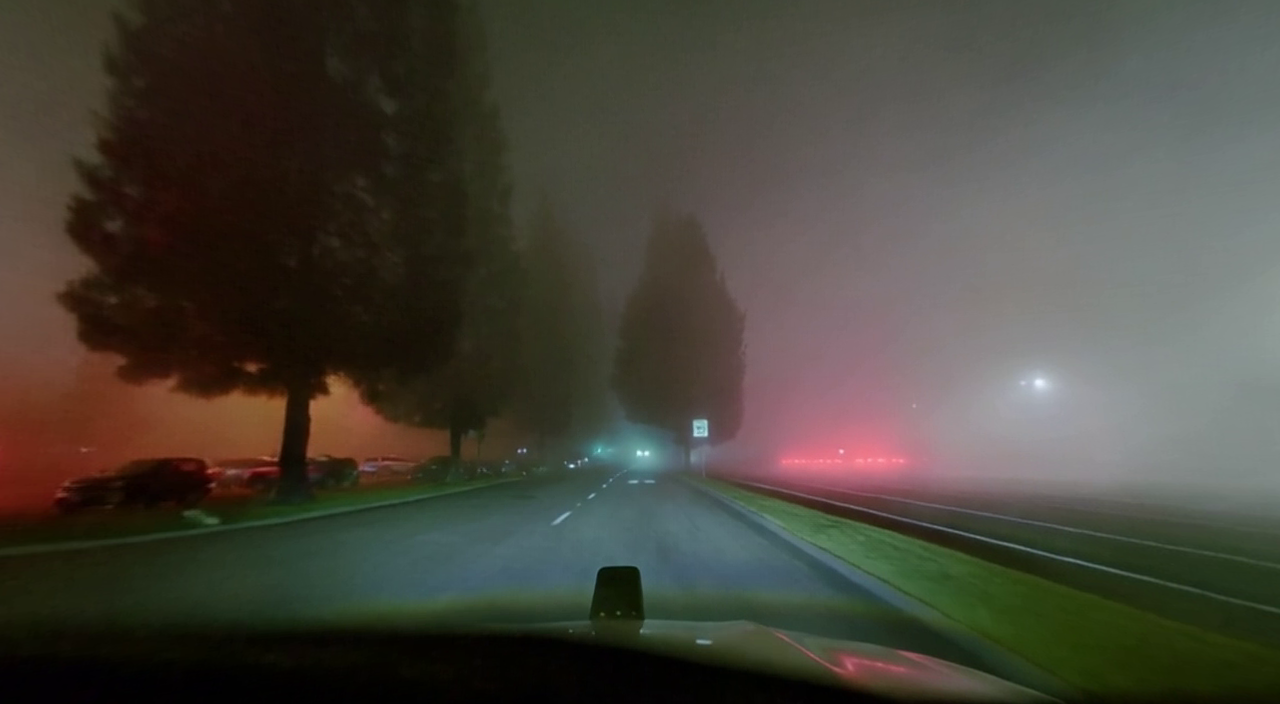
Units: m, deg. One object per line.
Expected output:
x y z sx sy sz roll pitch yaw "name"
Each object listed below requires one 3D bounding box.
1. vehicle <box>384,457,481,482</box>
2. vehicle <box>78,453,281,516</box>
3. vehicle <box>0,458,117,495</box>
-12.809 7.269 39.044 5.300 1.432 1.951 1 -9 0 "vehicle"
-13.569 3.911 18.779 4.422 1.694 2.026 0 -8 1 "vehicle"
-26.614 5.463 27.799 5.024 1.494 2.242 0 -8 0 "vehicle"
